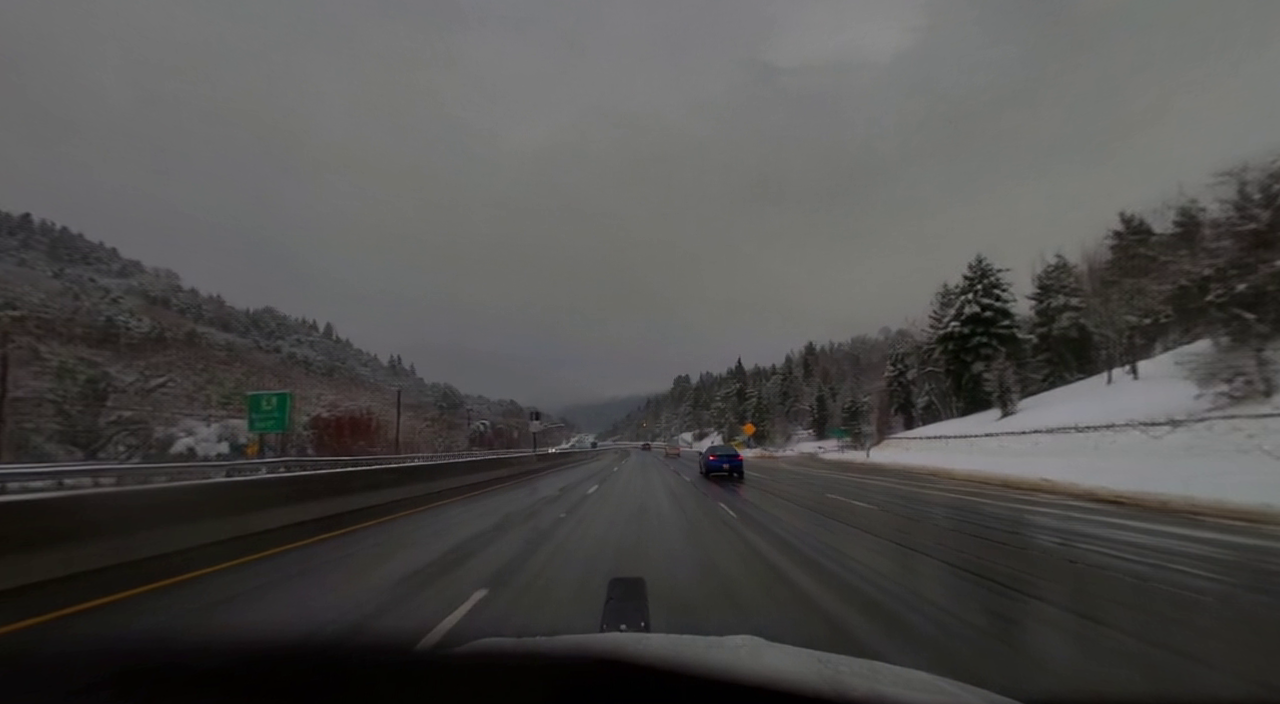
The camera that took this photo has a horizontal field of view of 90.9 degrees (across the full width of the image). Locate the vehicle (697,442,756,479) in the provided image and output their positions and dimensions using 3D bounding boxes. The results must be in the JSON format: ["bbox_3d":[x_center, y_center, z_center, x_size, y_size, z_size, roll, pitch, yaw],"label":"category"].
[{"bbox_3d":[3.667,4.669,27.515,1.916,1.469,4.481,0,-8,-1],"label":"vehicle"}]
